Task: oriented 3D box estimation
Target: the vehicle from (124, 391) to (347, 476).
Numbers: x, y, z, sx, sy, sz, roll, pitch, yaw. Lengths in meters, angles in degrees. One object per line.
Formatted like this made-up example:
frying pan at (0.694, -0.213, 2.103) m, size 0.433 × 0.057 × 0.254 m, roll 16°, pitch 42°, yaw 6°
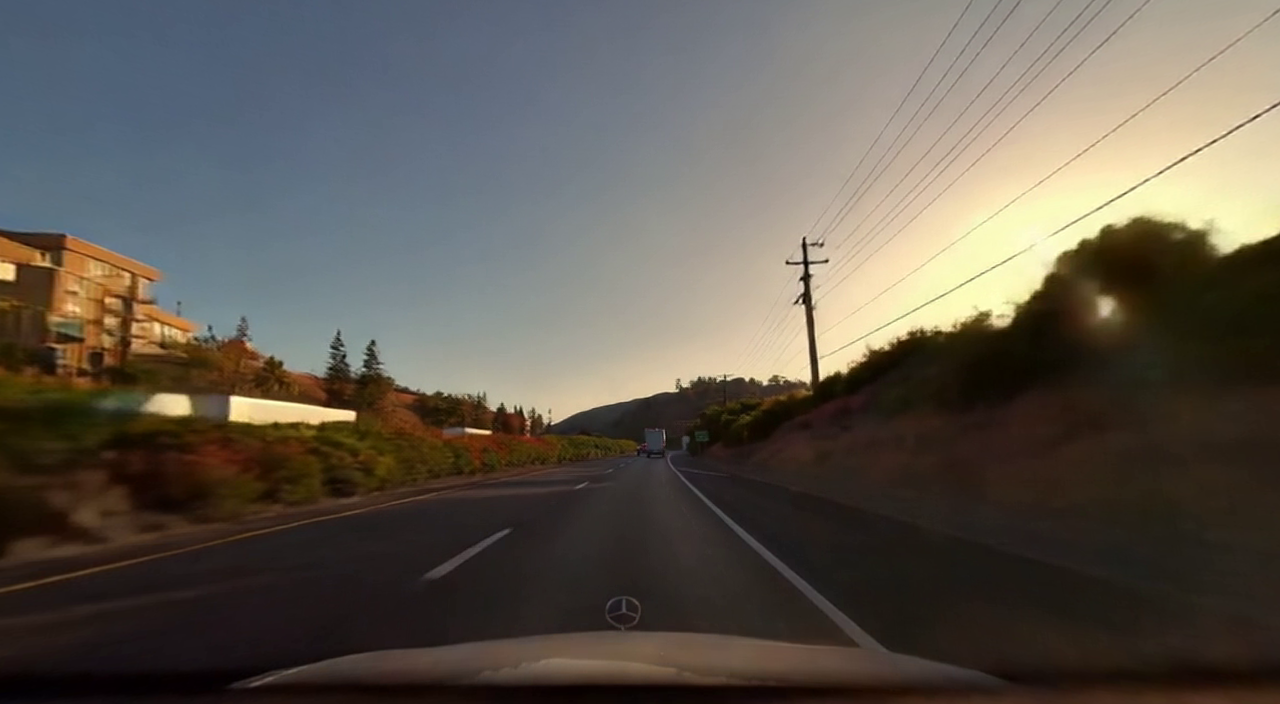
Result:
vehicle at (-23.846, 5.266, 39.340) m, size 2.946 × 4.200 × 16.128 m, roll -1°, pitch -9°, yaw 1°

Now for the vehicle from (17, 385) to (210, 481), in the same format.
vehicle at (-24.076, 3.866, 29.435) m, size 2.983 × 3.913 × 6.652 m, roll -1°, pitch -9°, yaw 1°
